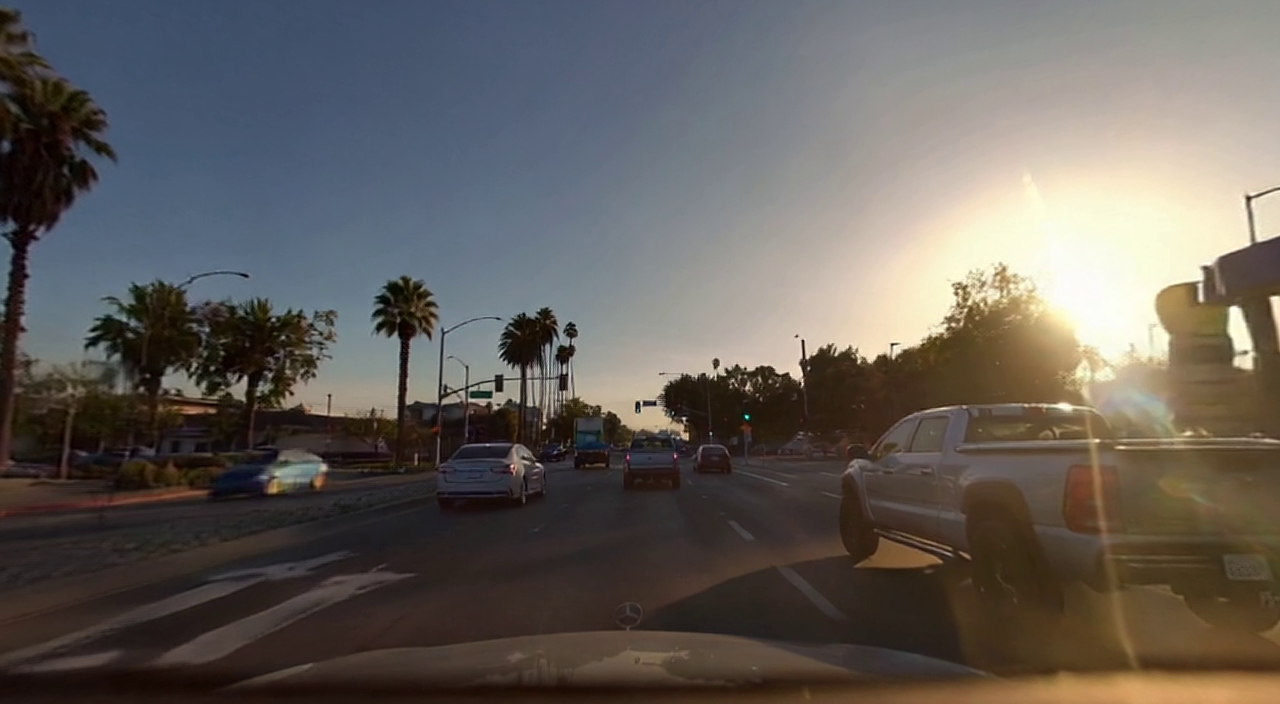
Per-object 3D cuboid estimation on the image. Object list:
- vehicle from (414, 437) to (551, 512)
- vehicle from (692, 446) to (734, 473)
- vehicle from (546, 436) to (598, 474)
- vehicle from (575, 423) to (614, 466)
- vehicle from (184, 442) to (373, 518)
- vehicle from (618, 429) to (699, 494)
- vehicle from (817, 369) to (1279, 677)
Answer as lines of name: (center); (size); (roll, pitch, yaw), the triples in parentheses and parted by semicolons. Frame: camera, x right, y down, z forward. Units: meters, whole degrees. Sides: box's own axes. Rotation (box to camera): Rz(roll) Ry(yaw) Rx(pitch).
vehicle: (-3.539, 2.845, 15.143); (1.983, 1.502, 4.720); (0, -8, 1)
vehicle: (4.124, 6.096, 35.941); (1.901, 1.401, 3.965); (0, -8, 0)
vehicle: (-3.485, 5.367, 32.912); (2.071, 1.811, 4.605); (0, -8, 2)
vehicle: (-3.209, 6.628, 45.062); (2.393, 2.865, 5.466); (0, -8, 0)
vehicle: (-8.118, 2.860, 14.668); (1.921, 1.489, 4.250); (0, -8, -1)
vehicle: (0.525, 3.515, 20.647); (2.295, 1.835, 5.471); (0, -8, 0)
vehicle: (3.705, 1.407, 6.567); (2.120, 1.828, 5.531); (0, -8, 1)
